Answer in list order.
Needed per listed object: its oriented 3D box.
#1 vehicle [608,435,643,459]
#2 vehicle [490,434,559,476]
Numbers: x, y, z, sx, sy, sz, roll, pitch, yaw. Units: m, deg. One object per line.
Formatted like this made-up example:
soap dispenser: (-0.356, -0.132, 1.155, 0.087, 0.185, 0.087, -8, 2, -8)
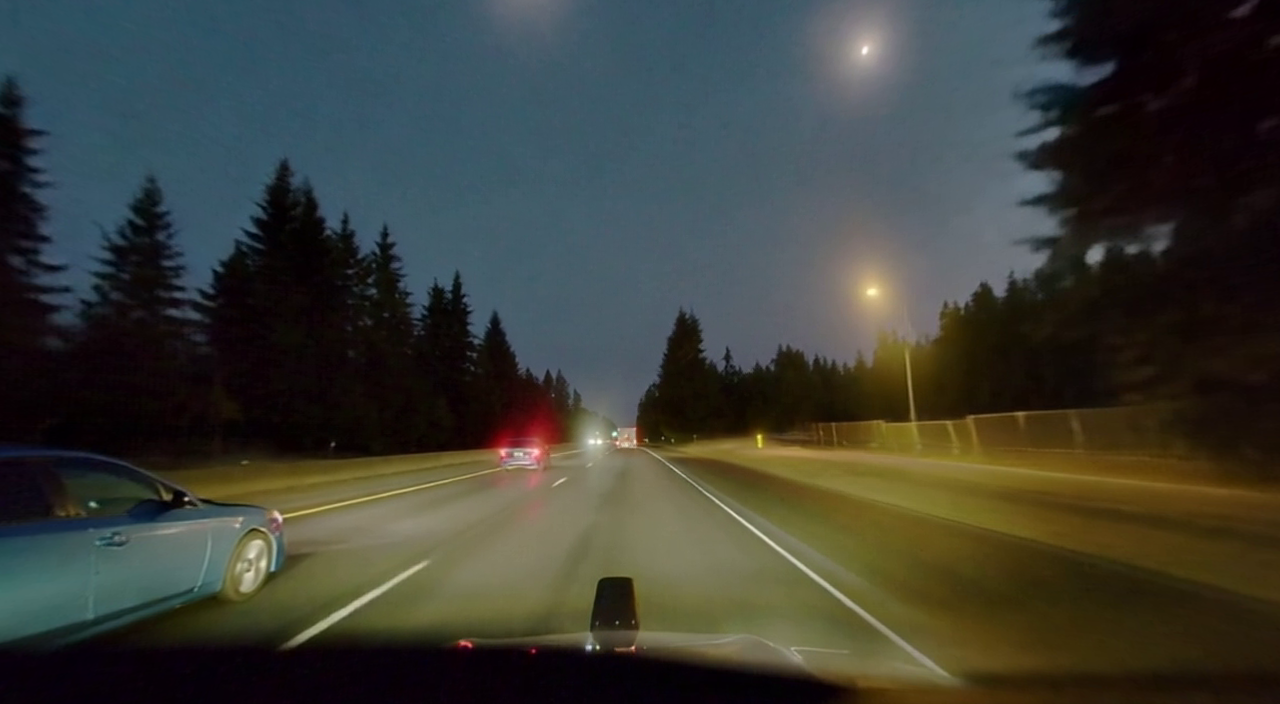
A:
vehicle: (-0.905, 6.233, 41.419, 2.162, 1.460, 4.242, 0, -8, 0)
vehicle: (-4.298, 3.894, 24.121, 1.907, 1.445, 4.049, 0, -8, 0)
